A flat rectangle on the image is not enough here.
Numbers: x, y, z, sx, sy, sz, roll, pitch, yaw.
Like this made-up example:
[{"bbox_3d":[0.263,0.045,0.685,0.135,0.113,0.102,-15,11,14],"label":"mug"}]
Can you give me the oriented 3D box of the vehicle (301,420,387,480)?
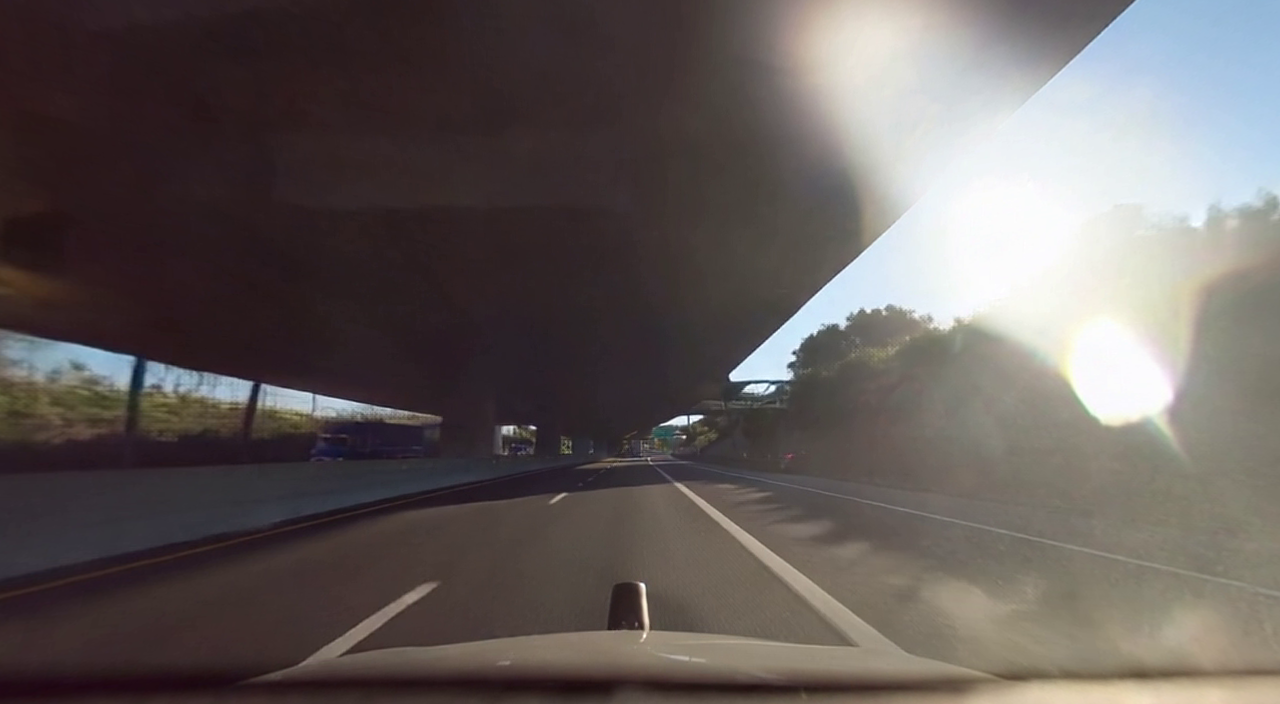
[{"bbox_3d":[-20.480,6.842,43.950,2.971,3.884,6.041,0,-9,-1],"label":"vehicle"}]
